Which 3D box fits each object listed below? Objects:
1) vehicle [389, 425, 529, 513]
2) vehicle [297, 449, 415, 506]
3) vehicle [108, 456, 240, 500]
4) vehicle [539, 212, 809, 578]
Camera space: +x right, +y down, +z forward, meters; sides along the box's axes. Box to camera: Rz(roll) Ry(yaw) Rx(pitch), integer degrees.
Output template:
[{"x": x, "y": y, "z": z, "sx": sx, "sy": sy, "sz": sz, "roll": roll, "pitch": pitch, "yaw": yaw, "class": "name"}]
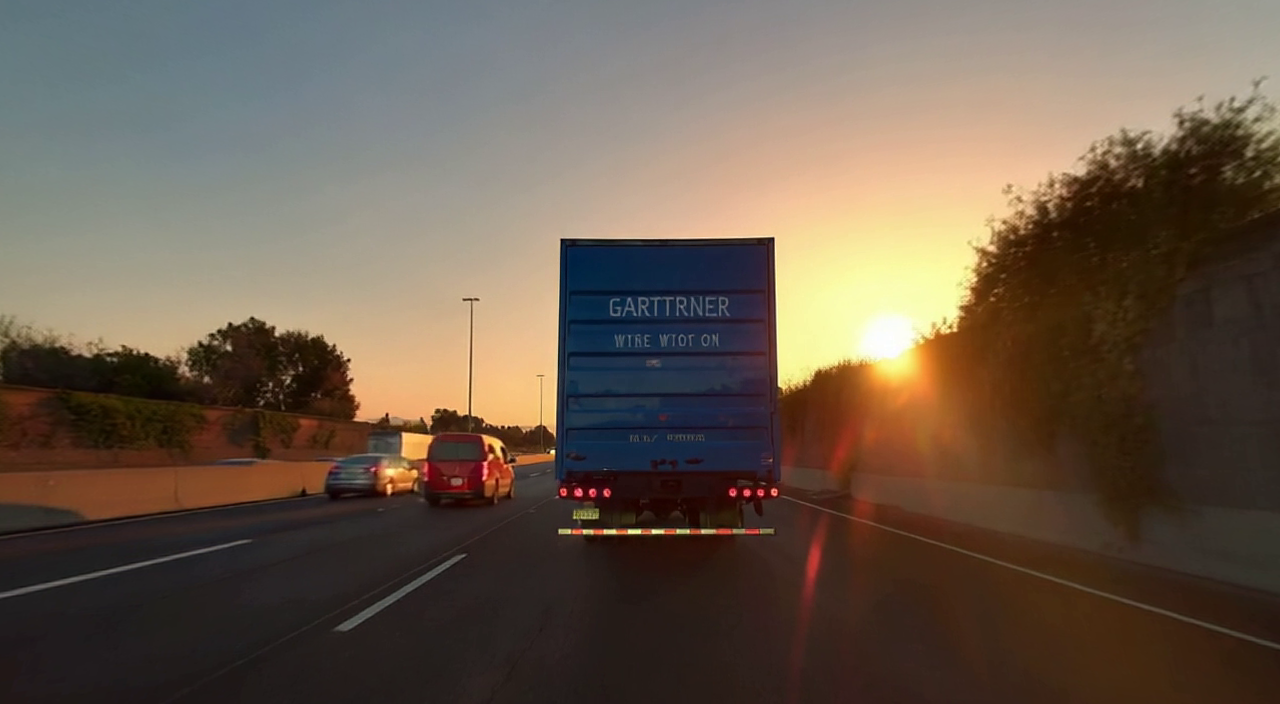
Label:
[{"x": -4.631, "y": 3.102, "z": 17.105, "sx": 2.293, "sy": 2.015, "sz": 4.915, "roll": 0, "pitch": -9, "yaw": 0, "class": "vehicle"}, {"x": -8.201, "y": 3.621, "z": 18.550, "sx": 1.828, "sy": 1.502, "sz": 3.385, "roll": 0, "pitch": -9, "yaw": 1, "class": "vehicle"}, {"x": -17.673, "y": 4.764, "z": 24.237, "sx": 1.883, "sy": 1.463, "sz": 4.199, "roll": 0, "pitch": -9, "yaw": -1, "class": "vehicle"}, {"x": 0.461, "y": 1.220, "z": 12.207, "sx": 2.853, "sy": 4.054, "sz": 10.557, "roll": 0, "pitch": -9, "yaw": 1, "class": "vehicle"}]
